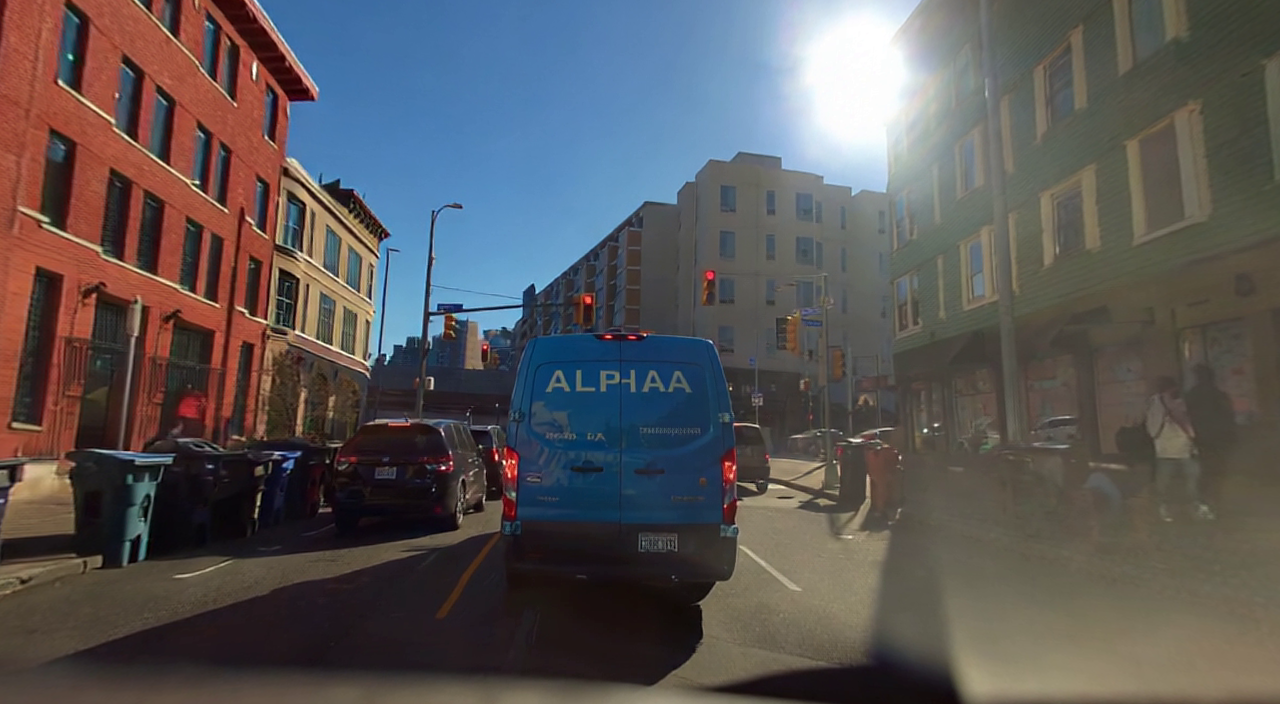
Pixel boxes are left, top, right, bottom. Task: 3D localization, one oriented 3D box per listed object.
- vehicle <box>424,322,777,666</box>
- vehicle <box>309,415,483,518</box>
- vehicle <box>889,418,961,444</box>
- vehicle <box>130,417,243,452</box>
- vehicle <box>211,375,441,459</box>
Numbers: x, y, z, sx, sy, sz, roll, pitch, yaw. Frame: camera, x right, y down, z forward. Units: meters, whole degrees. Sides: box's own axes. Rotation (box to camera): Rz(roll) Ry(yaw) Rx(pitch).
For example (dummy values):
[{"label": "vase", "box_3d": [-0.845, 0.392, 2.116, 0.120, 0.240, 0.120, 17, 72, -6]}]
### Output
[{"label": "vehicle", "box_3d": [-0.318, 1.061, 5.727, 1.951, 1.907, 4.266, 0, -8, -3]}, {"label": "vehicle", "box_3d": [-3.954, 1.883, 10.860, 1.841, 1.461, 3.426, 1, -8, -5]}, {"label": "vehicle", "box_3d": [16.114, 4.484, 35.649, 3.381, 1.391, 1.529, 1, -8, -10]}, {"label": "vehicle", "box_3d": [-20.711, 3.787, 28.909, 3.713, 1.571, 1.751, 1, -8, -6]}, {"label": "vehicle", "box_3d": [-12.789, 2.792, 26.531, 8.088, 3.213, 2.801, 2, -8, -13]}]
